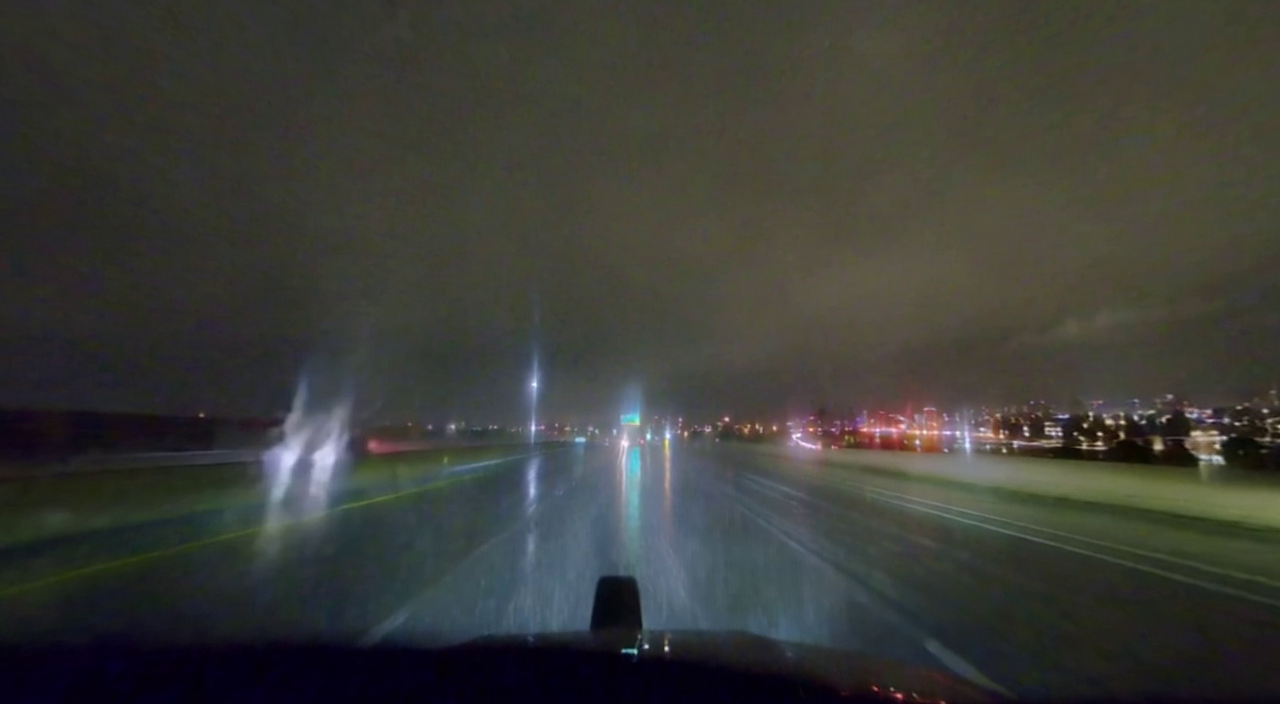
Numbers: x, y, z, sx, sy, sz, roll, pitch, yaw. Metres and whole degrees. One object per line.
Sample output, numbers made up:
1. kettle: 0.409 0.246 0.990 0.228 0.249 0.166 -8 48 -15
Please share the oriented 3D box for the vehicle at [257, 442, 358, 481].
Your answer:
1. vehicle: -15.003 4.937 28.827 2.144 1.510 4.891 1 -7 -3
